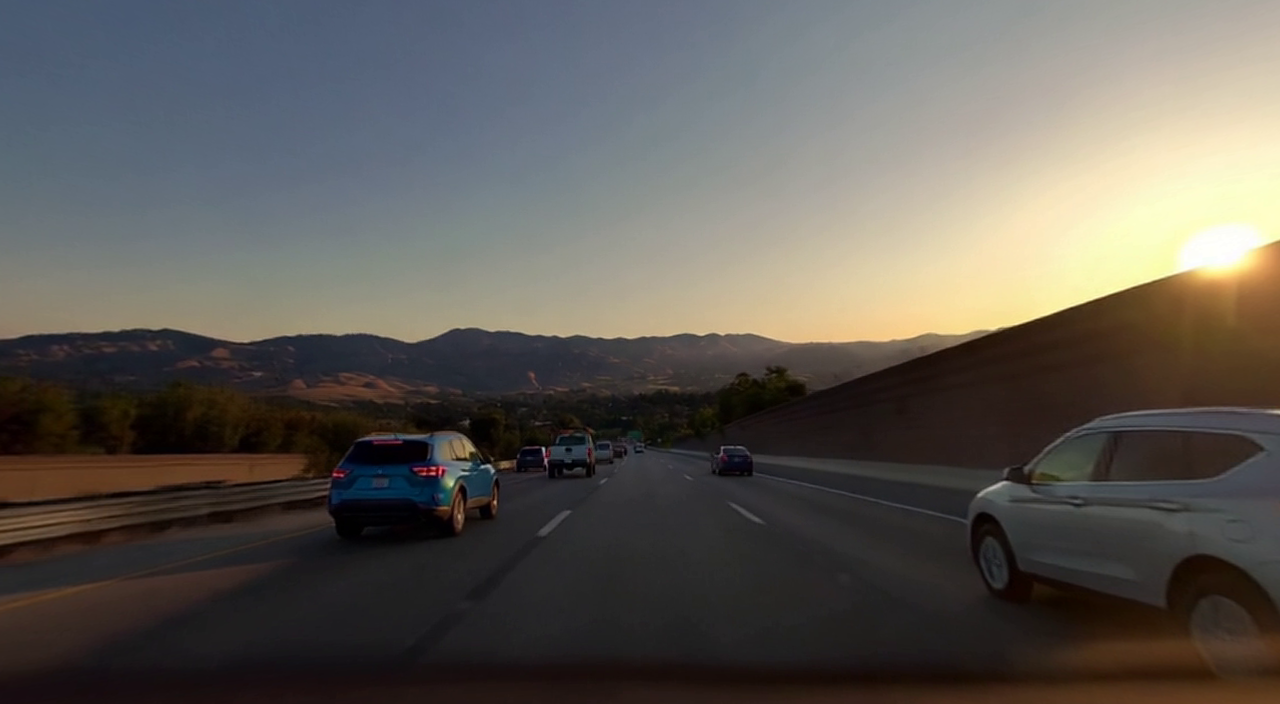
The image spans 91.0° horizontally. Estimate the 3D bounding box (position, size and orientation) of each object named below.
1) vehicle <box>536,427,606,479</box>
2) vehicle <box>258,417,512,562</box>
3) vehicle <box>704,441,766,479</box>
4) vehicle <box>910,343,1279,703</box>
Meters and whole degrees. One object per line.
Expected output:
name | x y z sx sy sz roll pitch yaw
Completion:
vehicle | -3.010 4.624 29.002 2.494 2.136 5.539 0 -8 1
vehicle | -3.480 1.951 9.675 2.080 1.716 4.207 0 -8 1
vehicle | 4.202 4.878 28.707 2.071 1.570 4.637 0 -8 0
vehicle | 3.781 1.009 4.016 2.066 1.696 4.604 0 -8 0
